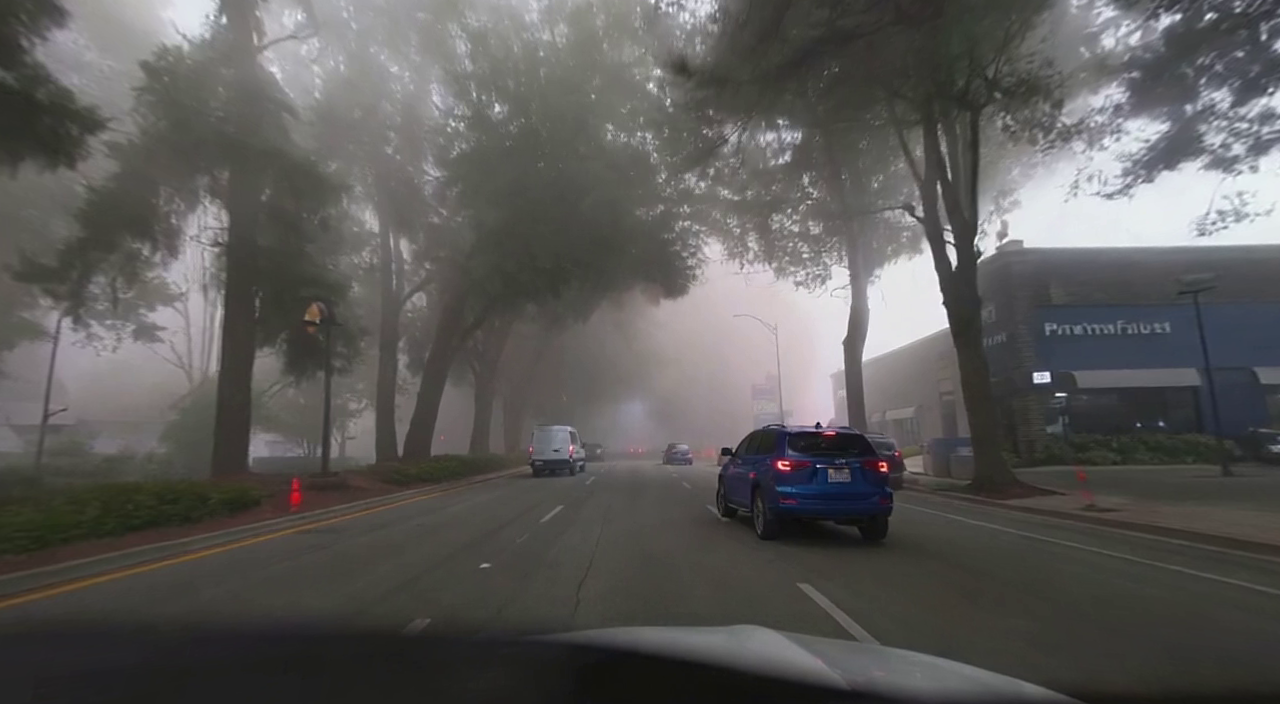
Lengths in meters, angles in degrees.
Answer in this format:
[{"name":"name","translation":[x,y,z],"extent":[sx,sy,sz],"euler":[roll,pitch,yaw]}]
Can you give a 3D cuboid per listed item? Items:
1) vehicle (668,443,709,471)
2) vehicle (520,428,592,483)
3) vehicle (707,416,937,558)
[{"name":"vehicle","translation":[2.799,6.204,37.545],"extent":[1.953,1.509,4.186],"euler":[0,-9,-2]},{"name":"vehicle","translation":[-3.373,4.334,26.706],"extent":[2.357,2.063,5.488],"euler":[0,-9,-1]},{"name":"vehicle","translation":[2.466,1.969,9.915],"extent":[2.168,1.725,4.192],"euler":[0,-9,-3]}]
